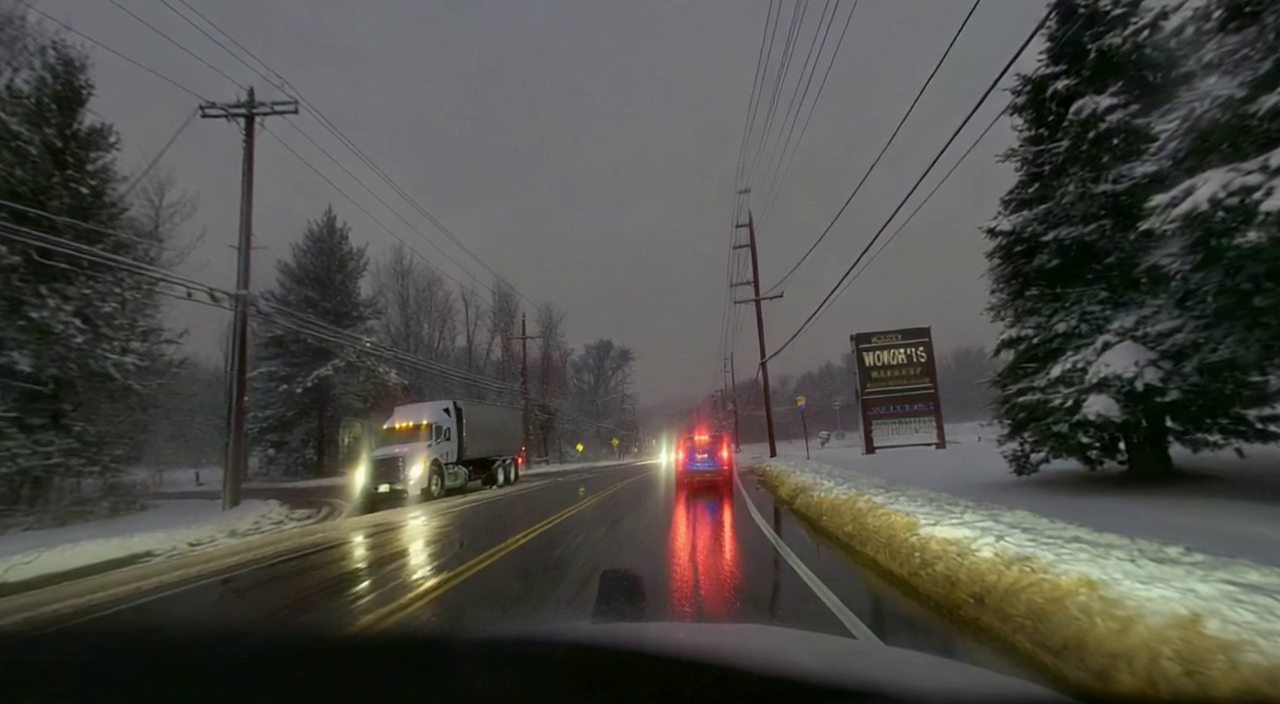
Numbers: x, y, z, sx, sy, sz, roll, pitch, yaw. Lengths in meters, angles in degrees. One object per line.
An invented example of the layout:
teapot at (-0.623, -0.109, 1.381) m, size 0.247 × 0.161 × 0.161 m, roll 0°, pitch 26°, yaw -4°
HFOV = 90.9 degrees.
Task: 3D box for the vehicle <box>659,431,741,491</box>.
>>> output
vehicle at (1.780, 3.052, 17.936) m, size 2.081 × 1.503 × 3.726 m, roll -1°, pitch -9°, yaw 8°

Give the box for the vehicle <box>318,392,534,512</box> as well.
vehicle at (-6.868, 3.204, 21.840) m, size 3.395 × 3.071 × 7.634 m, roll -8°, pitch -6°, yaw 12°
